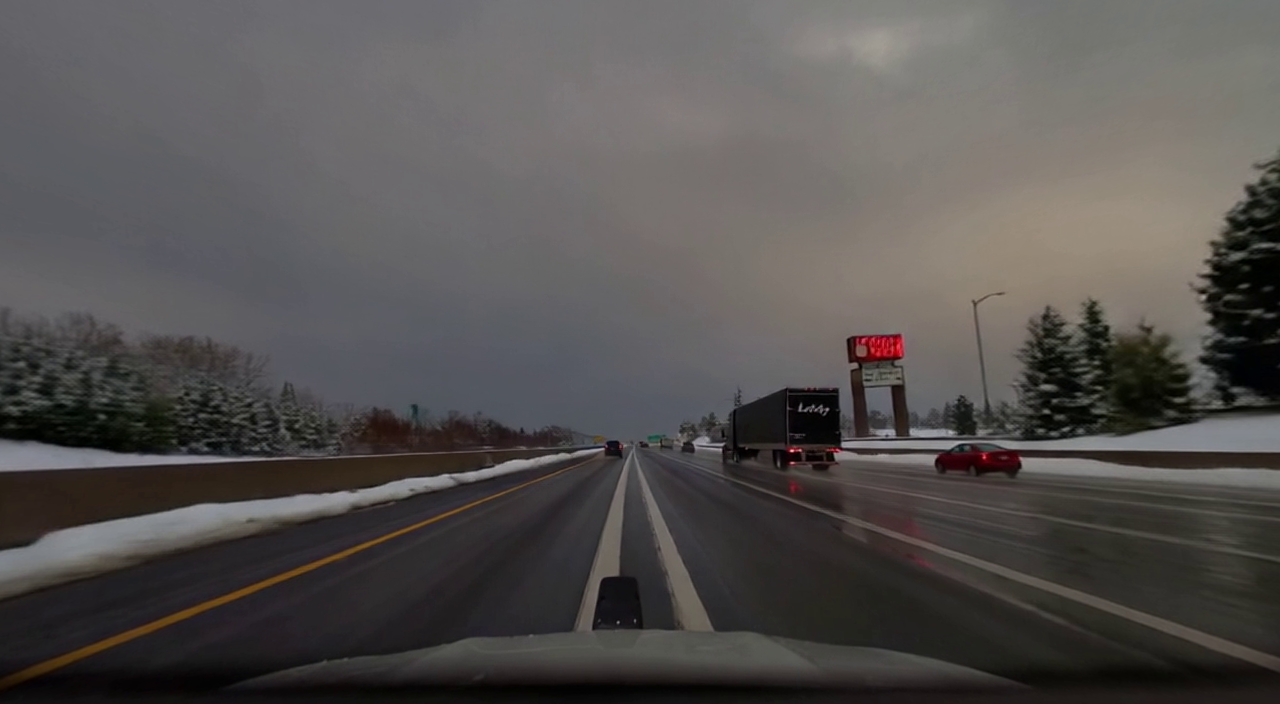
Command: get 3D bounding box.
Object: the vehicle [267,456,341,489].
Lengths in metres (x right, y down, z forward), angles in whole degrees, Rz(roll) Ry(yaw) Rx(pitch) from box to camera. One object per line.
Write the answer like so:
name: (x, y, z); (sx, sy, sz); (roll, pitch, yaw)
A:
vehicle: (-17.439, 6.226, 32.998); (1.816, 1.516, 3.896); (0, -9, -2)

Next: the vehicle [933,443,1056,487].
vehicle: (12.968, 4.153, 23.489); (1.862, 1.462, 4.459); (0, -9, -2)

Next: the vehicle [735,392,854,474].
vehicle: (9.061, 5.333, 40.280); (2.892, 4.128, 16.495); (0, -9, -2)
